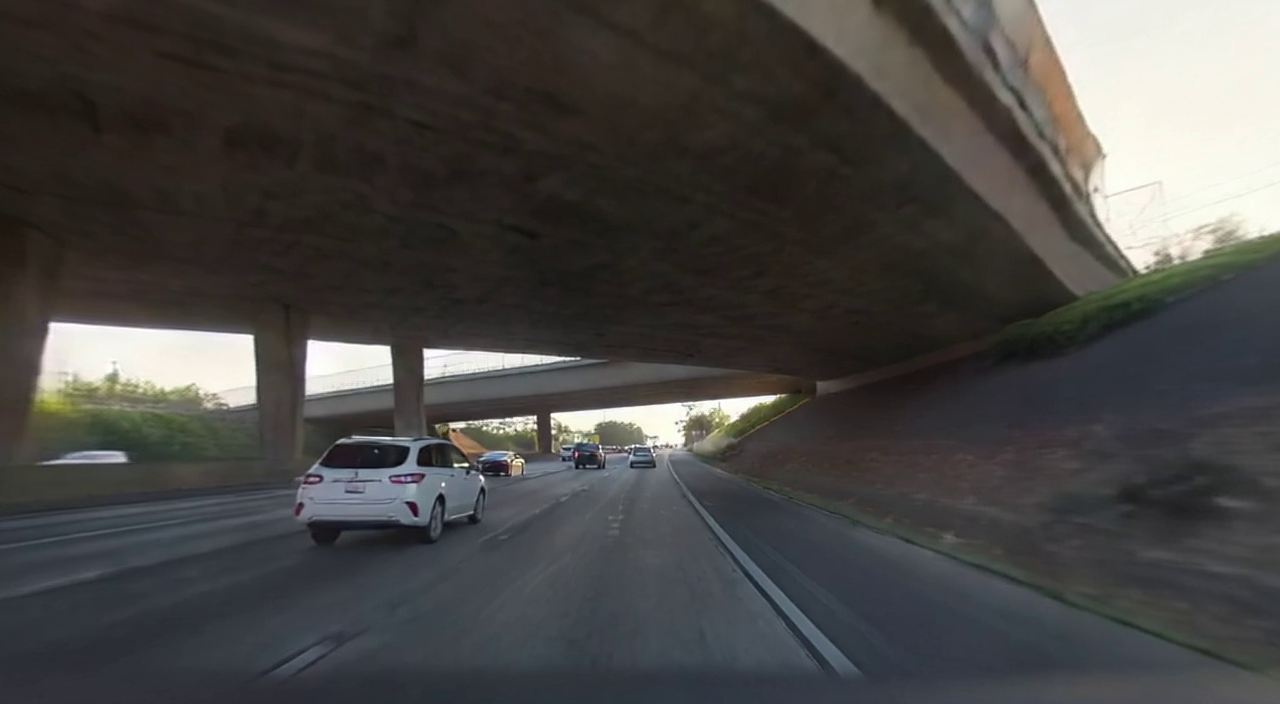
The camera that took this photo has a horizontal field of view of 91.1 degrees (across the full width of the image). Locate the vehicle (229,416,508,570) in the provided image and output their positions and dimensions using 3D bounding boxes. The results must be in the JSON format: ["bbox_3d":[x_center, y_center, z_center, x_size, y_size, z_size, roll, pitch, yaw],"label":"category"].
[{"bbox_3d":[-3.616,1.956,9.545,2.161,1.759,4.482,0,-8,1],"label":"vehicle"}]

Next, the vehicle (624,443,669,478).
[{"bbox_3d":[0.295,5.523,32.287,2.160,1.678,4.178,0,-8,0],"label":"vehicle"}]

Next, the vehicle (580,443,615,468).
[{"bbox_3d":[-3.186,7.888,48.114,2.237,1.841,4.683,0,-8,1],"label":"vehicle"}]

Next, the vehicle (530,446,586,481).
[{"bbox_3d":[-3.829,5.281,30.027,1.997,1.490,4.471,0,-8,1],"label":"vehicle"}]

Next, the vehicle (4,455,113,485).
[{"bbox_3d":[-32.282,6.533,35.041,1.859,1.490,4.356,0,-8,1],"label":"vehicle"}]
